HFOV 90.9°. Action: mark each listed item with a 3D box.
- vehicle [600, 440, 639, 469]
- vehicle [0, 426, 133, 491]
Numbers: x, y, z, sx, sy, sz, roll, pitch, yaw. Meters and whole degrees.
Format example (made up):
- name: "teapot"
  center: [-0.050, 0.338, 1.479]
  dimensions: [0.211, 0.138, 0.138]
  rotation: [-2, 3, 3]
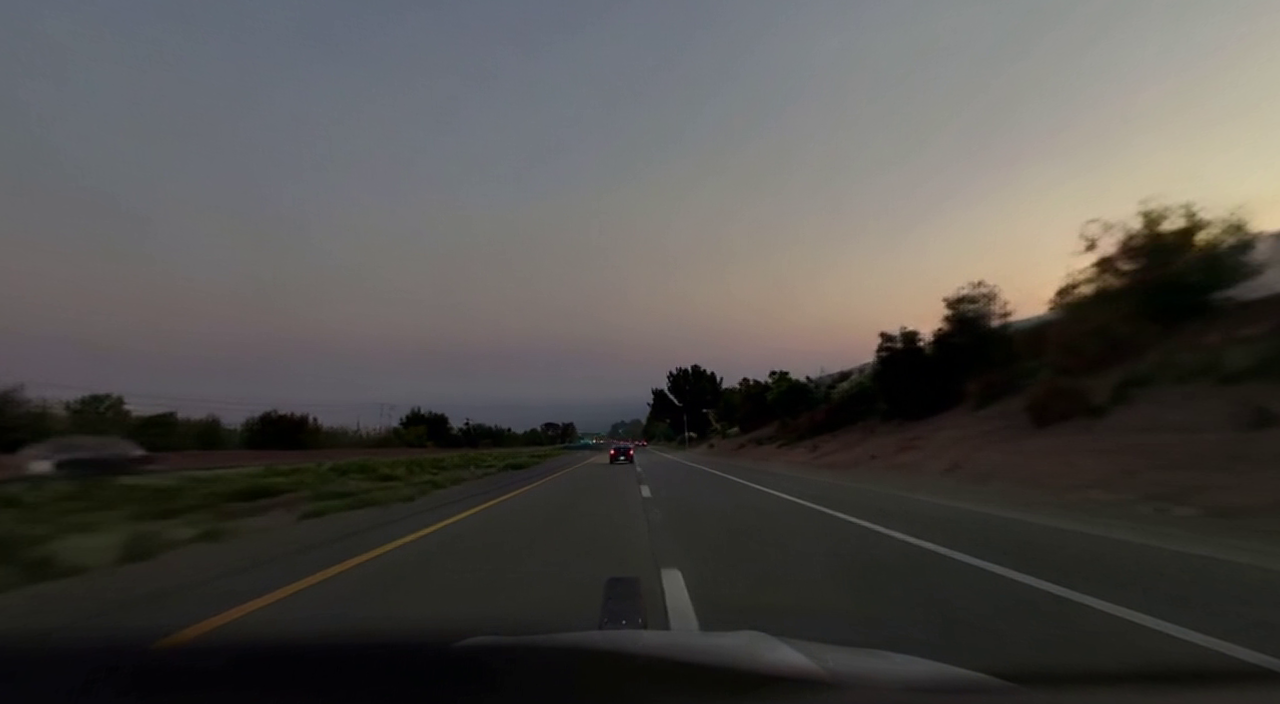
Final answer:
- name: "vehicle"
  center: [-1.097, 5.591, 34.518]
  dimensions: [1.991, 1.475, 4.302]
  rotation: [0, -8, -2]
- name: "vehicle"
  center: [-20.604, 3.539, 21.130]
  dimensions: [2.248, 1.954, 5.866]
  rotation: [0, -8, 1]
